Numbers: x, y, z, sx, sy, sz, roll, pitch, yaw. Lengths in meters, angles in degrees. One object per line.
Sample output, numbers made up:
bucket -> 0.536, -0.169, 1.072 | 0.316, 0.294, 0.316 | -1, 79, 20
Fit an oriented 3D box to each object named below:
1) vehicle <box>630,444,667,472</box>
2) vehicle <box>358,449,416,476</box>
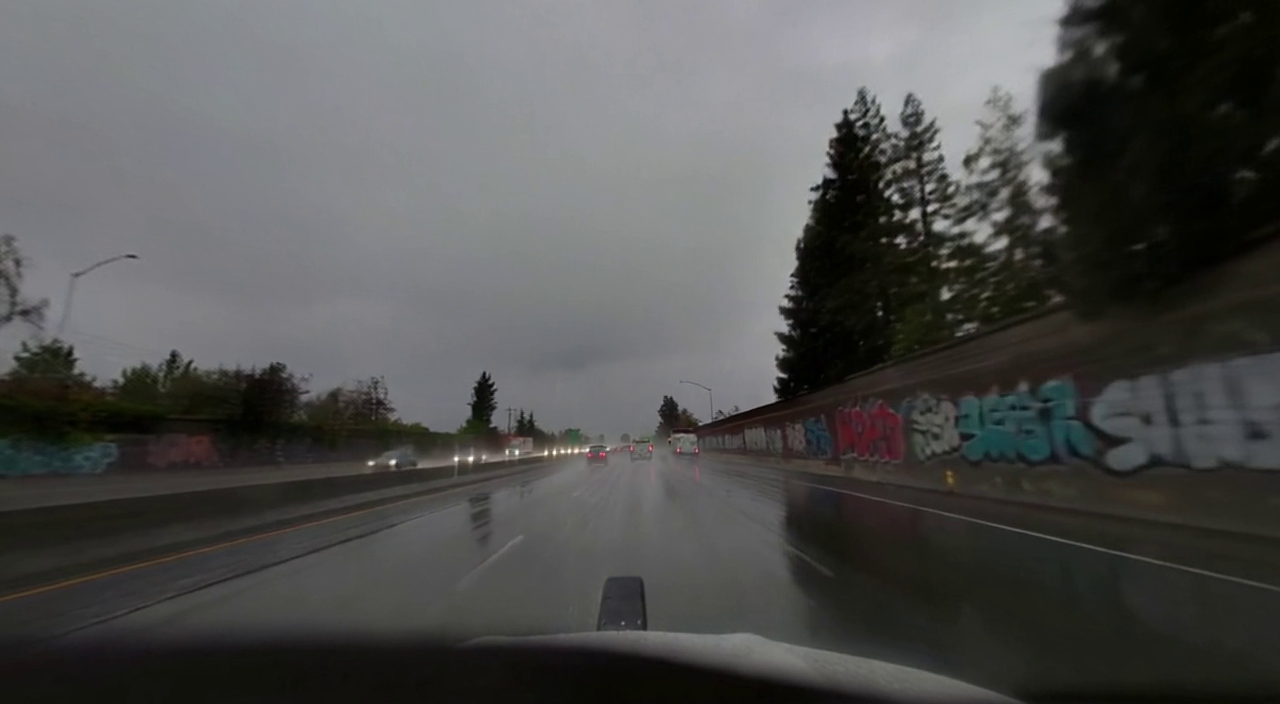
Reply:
vehicle -> 0.473, 6.058, 36.165 | 2.009, 1.506, 4.091 | 0, -9, 0
vehicle -> -16.607, 7.260, 41.590 | 1.935, 1.600, 4.530 | 0, -9, 0
